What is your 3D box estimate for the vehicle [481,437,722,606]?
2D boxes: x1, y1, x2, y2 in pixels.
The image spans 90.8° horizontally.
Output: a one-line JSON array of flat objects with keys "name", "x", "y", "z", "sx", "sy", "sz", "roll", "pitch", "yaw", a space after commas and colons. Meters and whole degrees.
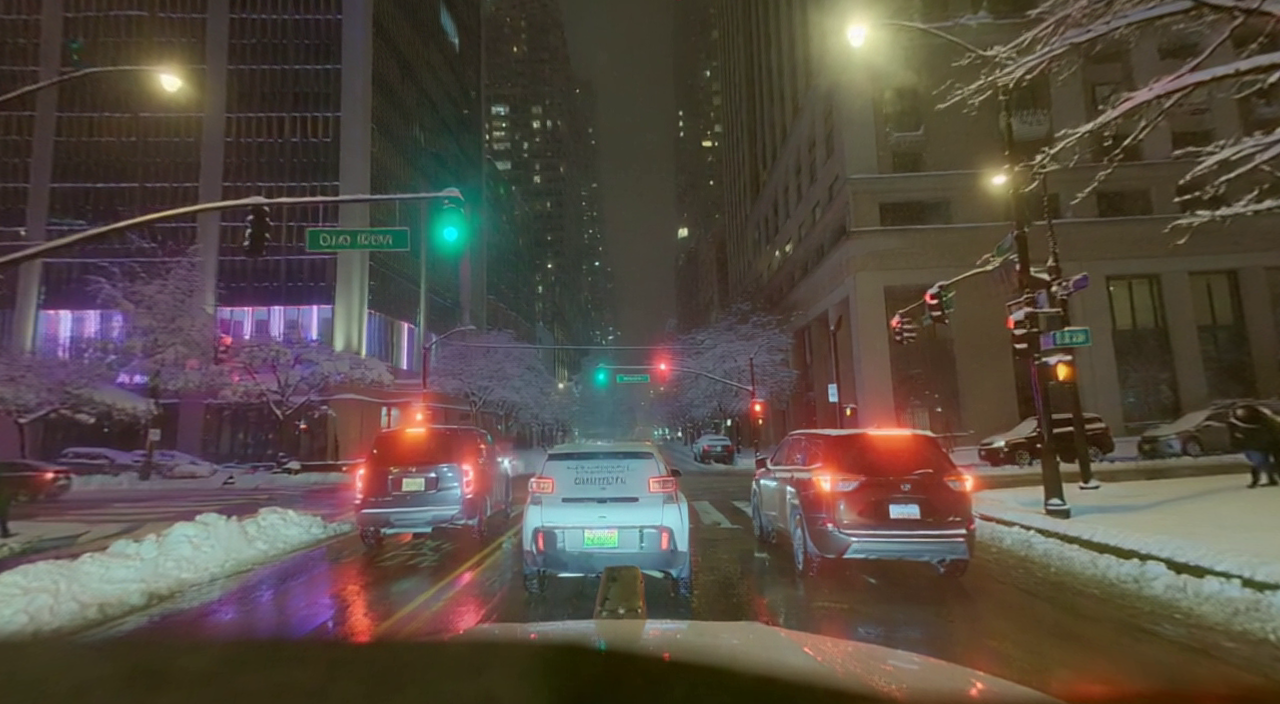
[{"name": "vehicle", "x": -0.362, "y": 1.788, "z": 7.646, "sx": 2.092, "sy": 1.454, "sz": 4.132, "roll": 0, "pitch": -8, "yaw": -1}]

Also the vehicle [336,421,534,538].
[{"name": "vehicle", "x": -3.690, "y": 2.408, "z": 12.695, "sx": 2.190, "sy": 1.840, "sz": 5.272, "roll": 0, "pitch": -8, "yaw": 0}]

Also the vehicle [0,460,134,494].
[{"name": "vehicle", "x": -27.379, "y": 5.911, "z": 30.090, "sx": 4.673, "sy": 1.478, "sz": 2.114, "roll": 0, "pitch": -8, "yaw": -1}]

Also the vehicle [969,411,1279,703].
[{"name": "vehicle", "x": 2.746, "y": 0.804, "z": 1.118, "sx": 1.902, "sy": 1.454, "sz": 4.540, "roll": 0, "pitch": -8, "yaw": 0}]

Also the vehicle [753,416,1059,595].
[{"name": "vehicle", "x": 3.032, "y": 1.852, "z": 8.630, "sx": 2.072, "sy": 1.735, "sz": 4.759, "roll": 0, "pitch": -8, "yaw": 0}]

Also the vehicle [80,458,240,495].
[{"name": "vehicle", "x": -20.174, "y": 5.245, "z": 26.717, "sx": 5.153, "sy": 1.449, "sz": 1.966, "roll": 0, "pitch": -8, "yaw": 0}]
